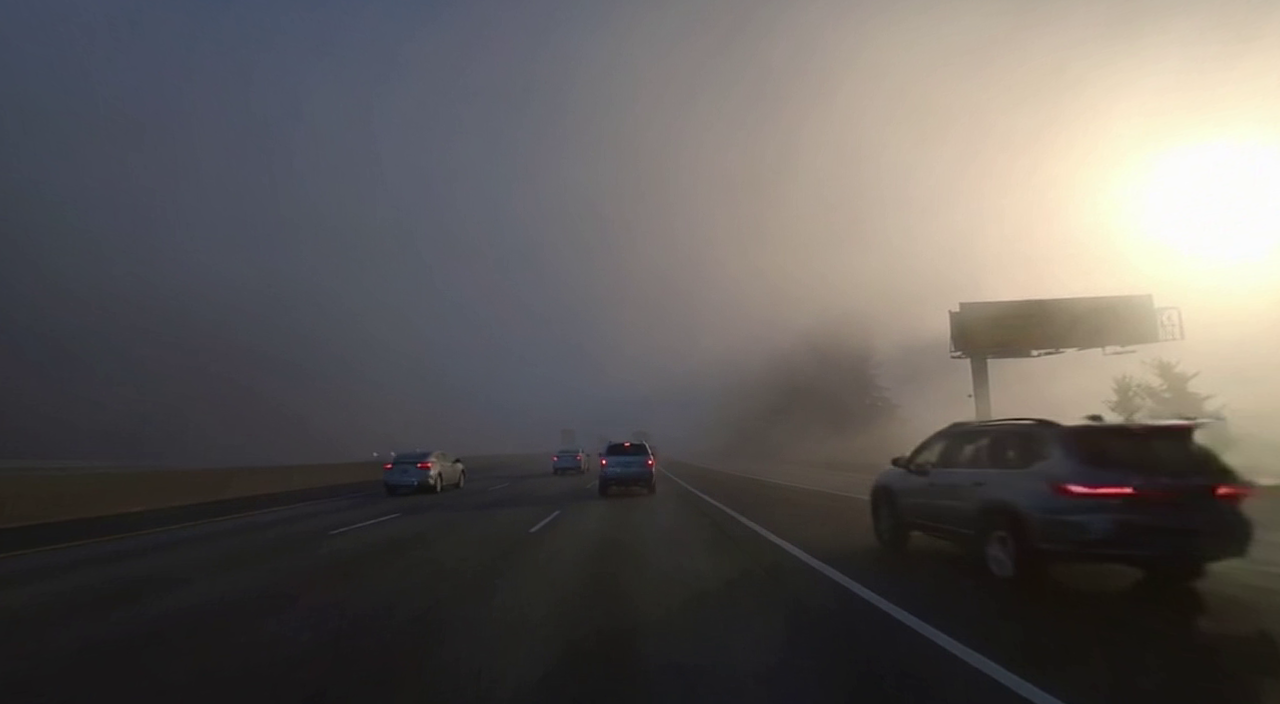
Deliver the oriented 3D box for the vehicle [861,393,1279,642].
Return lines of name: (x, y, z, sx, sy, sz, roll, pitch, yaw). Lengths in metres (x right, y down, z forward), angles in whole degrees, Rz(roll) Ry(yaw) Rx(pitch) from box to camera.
vehicle: (4.147, 1.476, 6.649, 1.925, 1.716, 4.378, 0, -9, -1)

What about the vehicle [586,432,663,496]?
vehicle: (-0.437, 3.472, 19.895, 2.127, 1.749, 4.776, 0, -9, 0)

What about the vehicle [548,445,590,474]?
vehicle: (-3.896, 5.976, 35.316, 1.889, 1.522, 4.465, 0, -9, -1)

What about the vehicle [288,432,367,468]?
vehicle: (-22.832, 7.222, 46.379, 2.547, 2.468, 6.237, 0, -9, 0)

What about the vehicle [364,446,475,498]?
vehicle: (-7.036, 3.851, 20.711, 1.892, 1.468, 4.792, 0, -9, 0)

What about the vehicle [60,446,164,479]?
vehicle: (-26.650, 5.574, 31.988, 1.795, 1.541, 4.027, 0, -9, -1)

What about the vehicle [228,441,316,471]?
vehicle: (-22.970, 6.508, 39.595, 2.220, 1.730, 5.503, 0, -9, 0)
